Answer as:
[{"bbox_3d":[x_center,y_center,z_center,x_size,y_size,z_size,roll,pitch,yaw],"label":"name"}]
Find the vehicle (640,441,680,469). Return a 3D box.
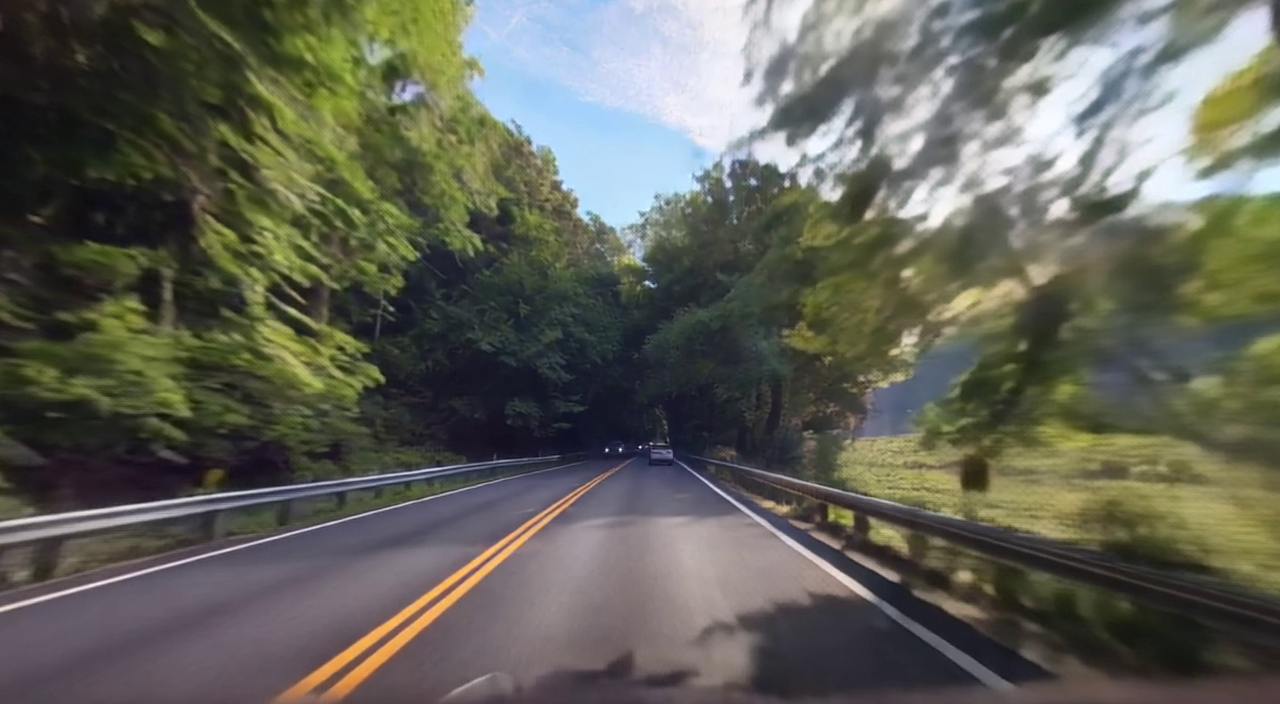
[{"bbox_3d":[1.088,5.881,36.159,2.120,1.491,4.349,0,-8,0],"label":"vehicle"}]
